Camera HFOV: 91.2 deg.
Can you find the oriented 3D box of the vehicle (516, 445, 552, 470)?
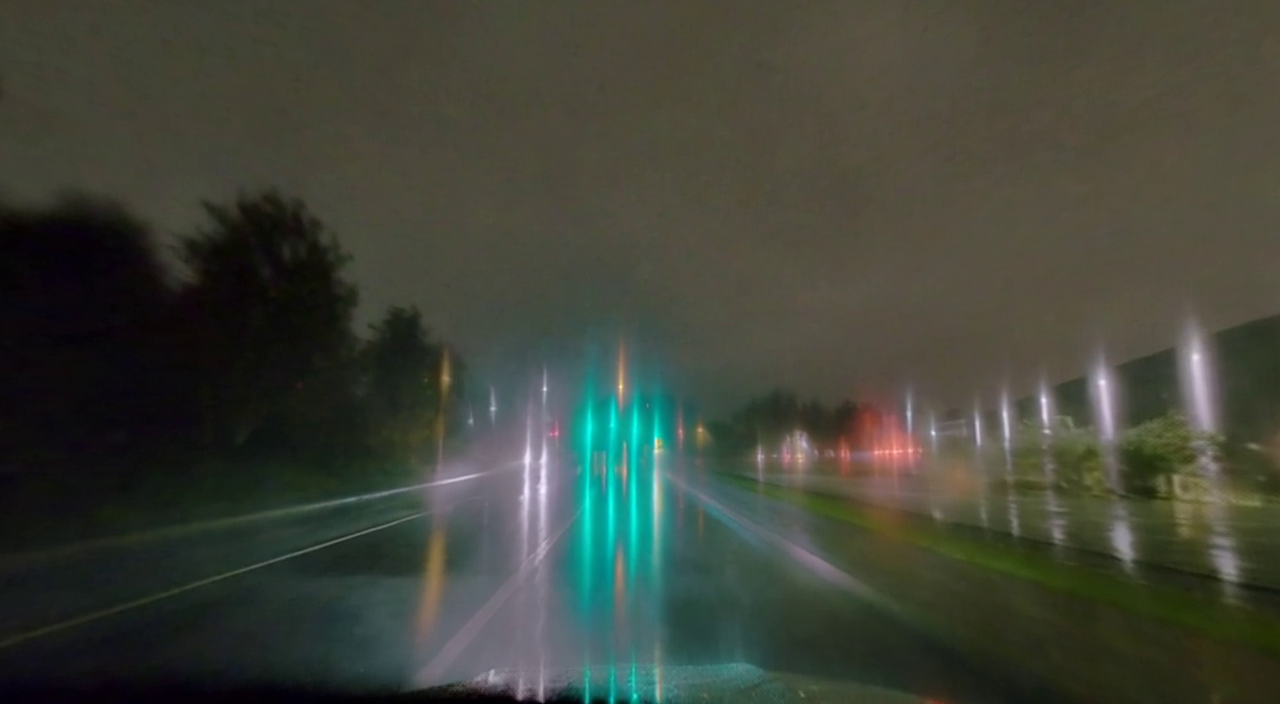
[{"bbox_3d":[-7.719,7.722,46.029,2.017,1.725,4.115,0,-9,-2],"label":"vehicle"}]
